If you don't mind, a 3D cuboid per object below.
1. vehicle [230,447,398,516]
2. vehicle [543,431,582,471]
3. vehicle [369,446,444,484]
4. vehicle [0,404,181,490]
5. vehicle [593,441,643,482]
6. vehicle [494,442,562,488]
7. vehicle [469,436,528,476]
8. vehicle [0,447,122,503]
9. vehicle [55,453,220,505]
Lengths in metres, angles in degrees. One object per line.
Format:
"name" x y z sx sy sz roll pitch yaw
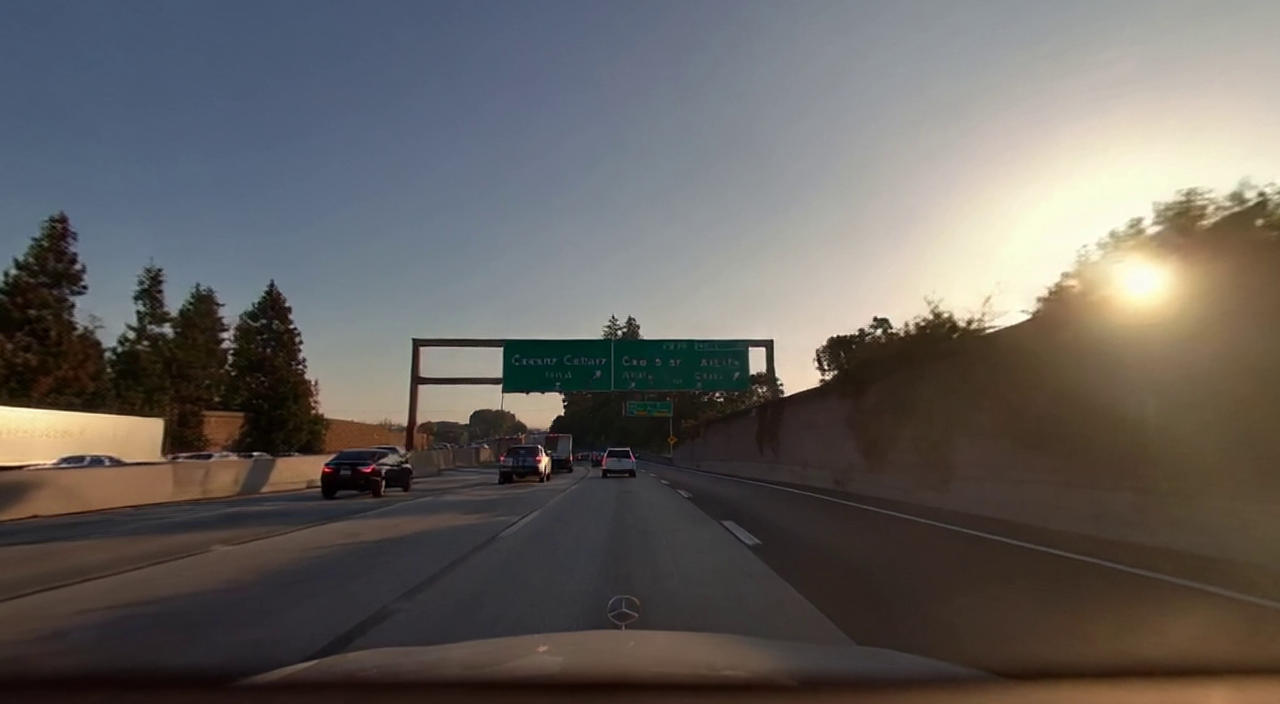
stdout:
"vehicle" -7.976 3.175 16.019 1.896 1.465 4.399 0 -8 0
"vehicle" -5.506 7.114 45.458 2.279 2.672 5.256 0 -8 -2
"vehicle" -12.011 5.794 32.864 2.079 1.807 5.187 0 -8 -2
"vehicle" -23.968 3.715 24.709 3.003 2.982 12.570 0 -8 -2
"vehicle" -1.007 4.870 28.380 2.092 1.671 3.772 0 -8 -3
"vehicle" -4.311 4.417 24.975 2.005 1.631 4.295 0 -8 -1
"vehicle" -9.294 6.889 42.022 2.773 2.402 6.232 0 -8 -3
"vehicle" -19.827 3.926 20.612 1.934 1.609 4.619 0 -8 -2
"vehicle" -16.104 4.039 20.592 1.816 1.439 4.480 0 -8 -2
